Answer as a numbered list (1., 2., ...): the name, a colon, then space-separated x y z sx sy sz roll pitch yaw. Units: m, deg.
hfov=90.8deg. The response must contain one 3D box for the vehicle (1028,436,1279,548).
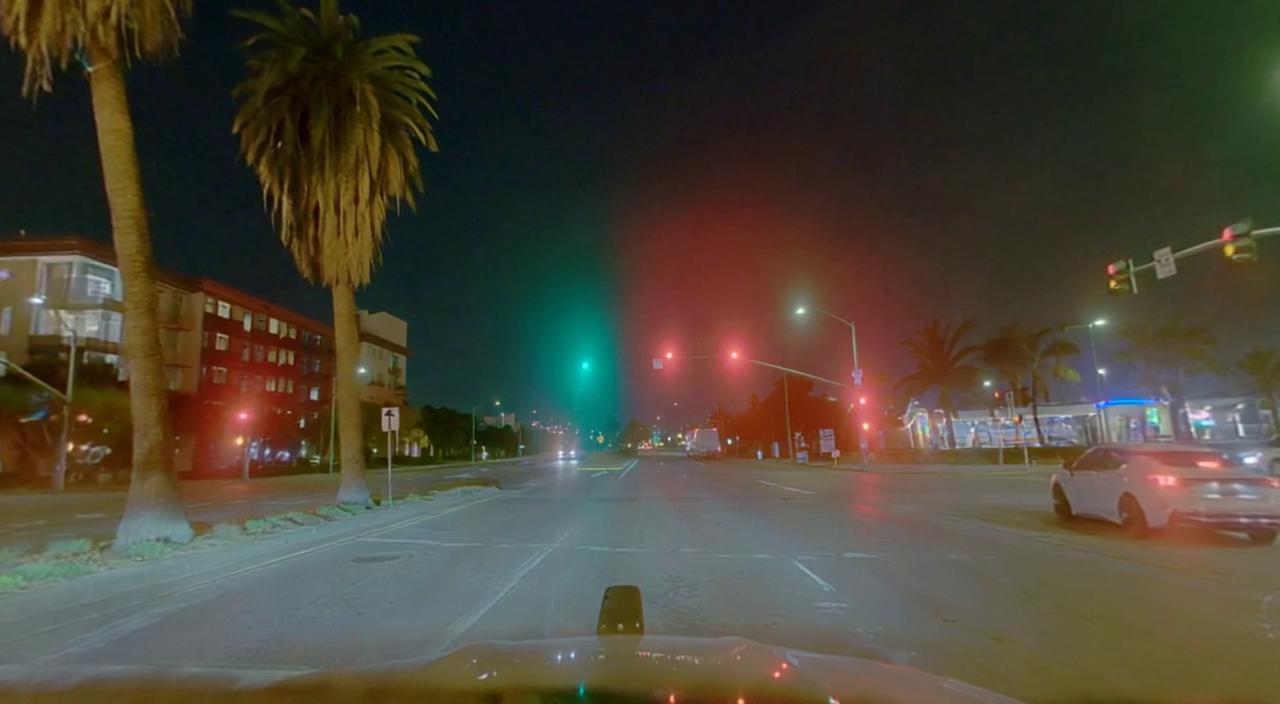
1. vehicle: 8.810 2.203 10.677 2.003 1.475 4.520 -1 -9 6

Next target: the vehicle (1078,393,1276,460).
1. vehicle: 32.627 4.725 39.332 2.863 3.609 10.252 0 -8 -3
